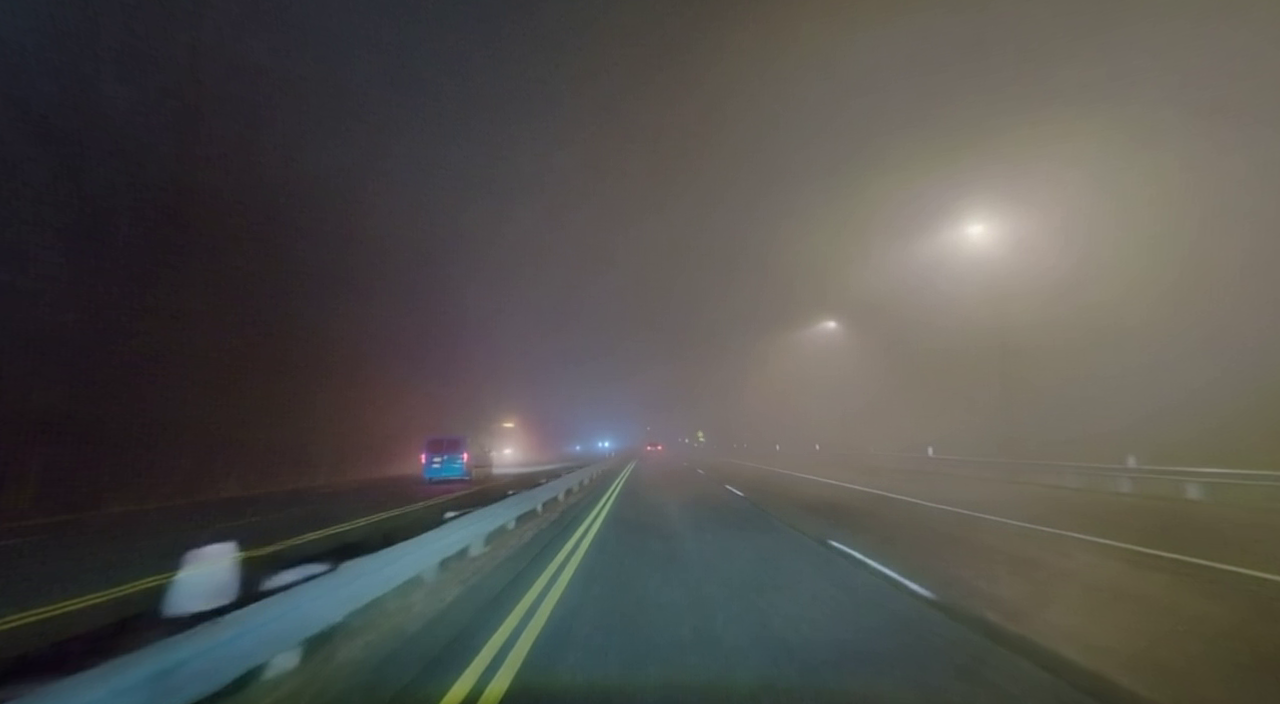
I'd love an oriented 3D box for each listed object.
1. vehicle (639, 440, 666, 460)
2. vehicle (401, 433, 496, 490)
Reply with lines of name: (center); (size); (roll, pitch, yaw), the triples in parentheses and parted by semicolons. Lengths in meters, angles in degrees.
vehicle: (1.000, 7.777, 49.976); (2.061, 1.469, 3.782); (0, -8, 1)
vehicle: (-6.992, 4.021, 23.547); (2.068, 1.897, 4.372); (0, -8, 1)
